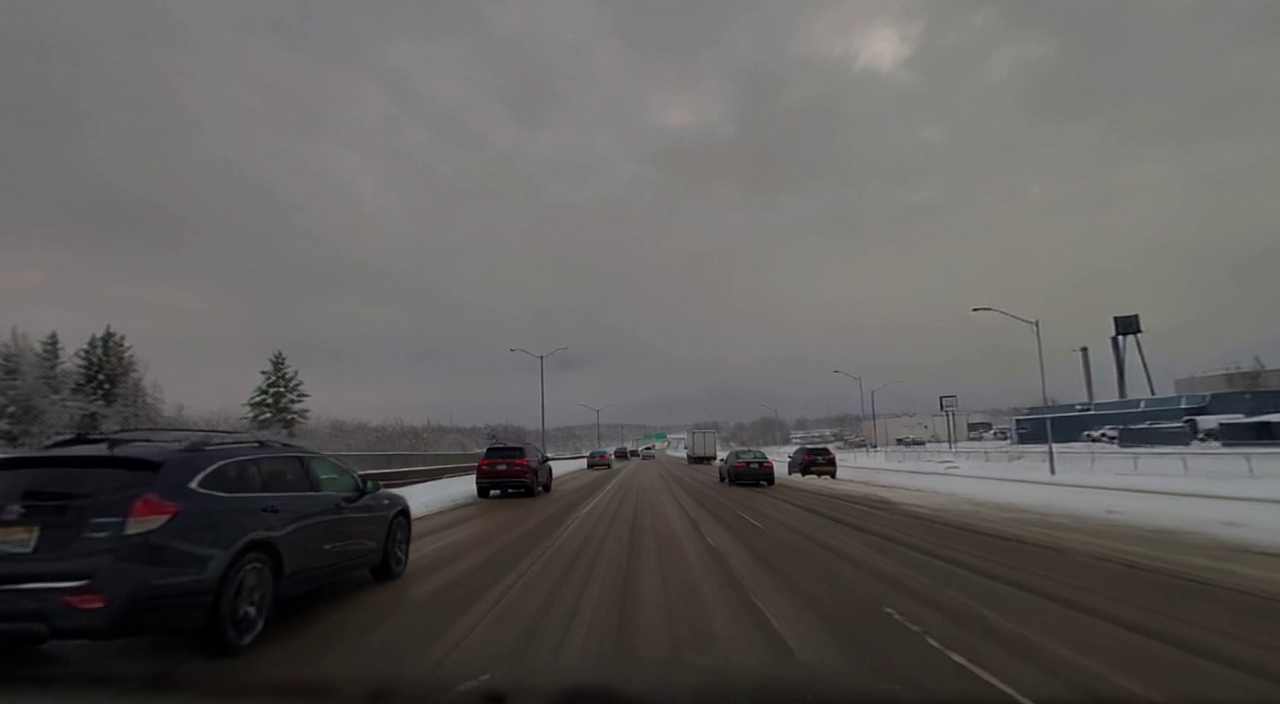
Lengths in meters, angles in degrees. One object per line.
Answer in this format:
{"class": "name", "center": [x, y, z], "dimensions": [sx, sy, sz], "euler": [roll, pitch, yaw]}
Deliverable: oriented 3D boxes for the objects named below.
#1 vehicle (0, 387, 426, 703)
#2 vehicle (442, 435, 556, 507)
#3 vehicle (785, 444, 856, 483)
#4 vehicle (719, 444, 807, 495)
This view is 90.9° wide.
{"class": "vehicle", "center": [-3.432, 1.208, 4.358], "dimensions": [2.067, 1.555, 4.851], "euler": [-1, -8, 2]}
{"class": "vehicle", "center": [-3.595, 3.099, 16.928], "dimensions": [2.036, 1.669, 4.112], "euler": [0, -8, 1]}
{"class": "vehicle", "center": [7.600, 4.727, 27.008], "dimensions": [1.860, 1.520, 3.961], "euler": [0, -8, 0]}
{"class": "vehicle", "center": [3.889, 3.776, 20.747], "dimensions": [1.942, 1.453, 4.329], "euler": [0, -8, -1]}
